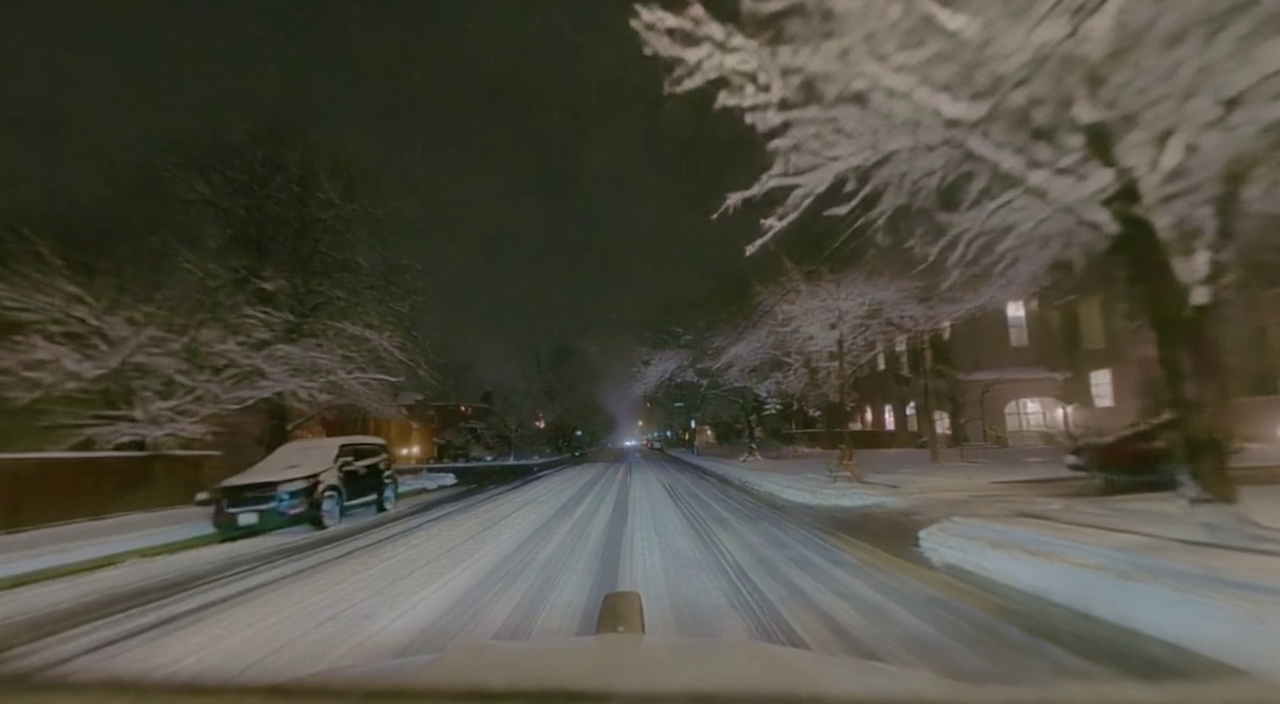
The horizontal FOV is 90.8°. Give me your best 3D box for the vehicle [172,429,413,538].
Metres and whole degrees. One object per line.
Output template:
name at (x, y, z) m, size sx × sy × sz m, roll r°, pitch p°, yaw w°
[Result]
vehicle at (-6.552, 2.515, 12.834) m, size 2.078 × 1.745 × 5.119 m, roll 0°, pitch -9°, yaw -1°
